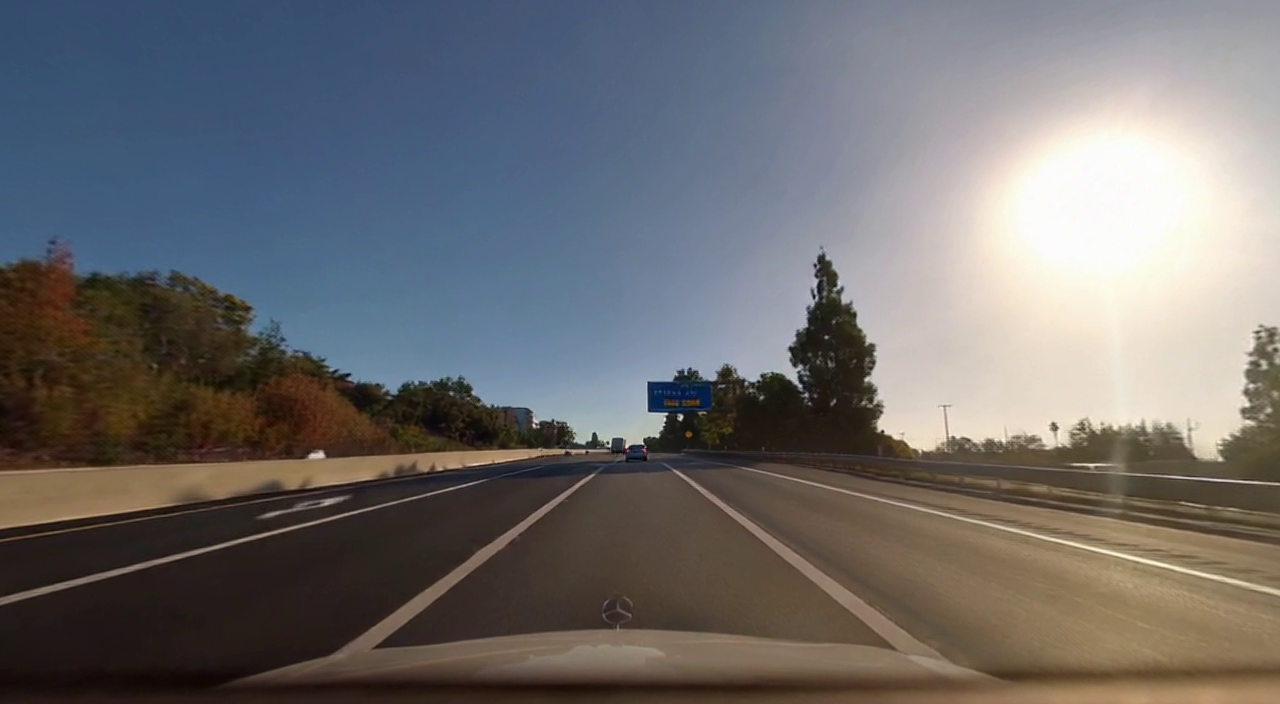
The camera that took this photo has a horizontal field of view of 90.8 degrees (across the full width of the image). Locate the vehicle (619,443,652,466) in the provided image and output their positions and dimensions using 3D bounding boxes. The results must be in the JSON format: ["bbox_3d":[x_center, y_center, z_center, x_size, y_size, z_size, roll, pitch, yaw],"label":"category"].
[{"bbox_3d":[-0.331,6.886,42.621,2.080,1.468,3.884,0,-8,-1],"label":"vehicle"}]
